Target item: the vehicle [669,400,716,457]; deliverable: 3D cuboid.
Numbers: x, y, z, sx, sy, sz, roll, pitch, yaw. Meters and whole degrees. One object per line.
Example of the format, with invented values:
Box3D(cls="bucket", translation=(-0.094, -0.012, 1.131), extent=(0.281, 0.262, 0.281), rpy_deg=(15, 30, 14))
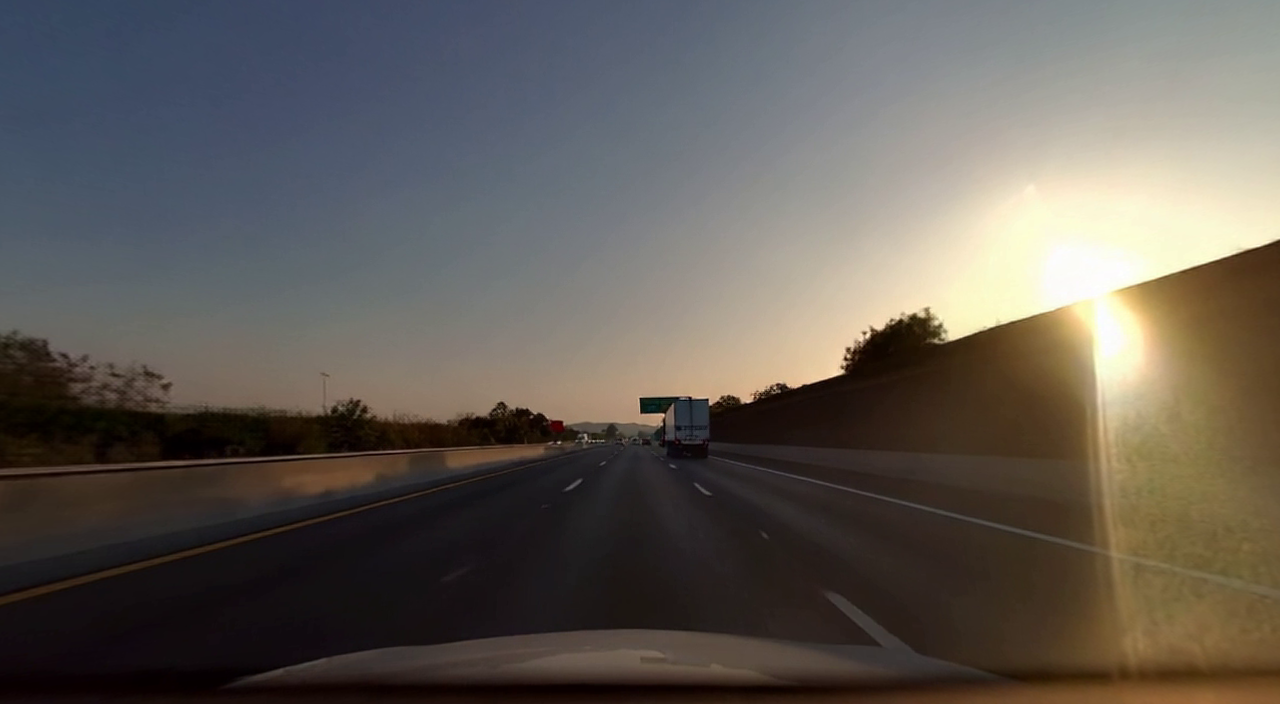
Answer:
Box3D(cls="vehicle", translation=(3.884, 5.999, 48.583), extent=(2.840, 3.947, 8.920), rpy_deg=(0, -8, 0))
